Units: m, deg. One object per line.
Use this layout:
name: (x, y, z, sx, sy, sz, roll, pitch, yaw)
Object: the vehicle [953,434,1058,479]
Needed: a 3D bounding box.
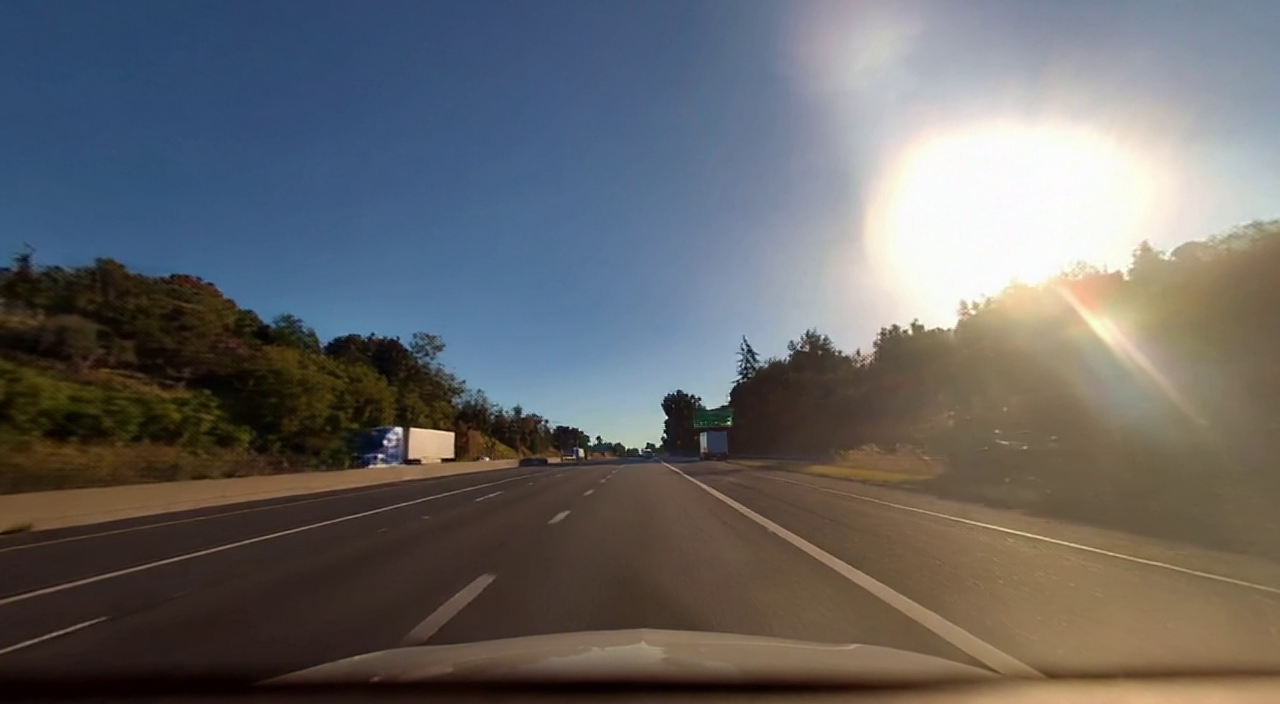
vehicle: (16.053, 4.618, 27.899, 2.038, 1.823, 3.744, 1, -9, -7)
